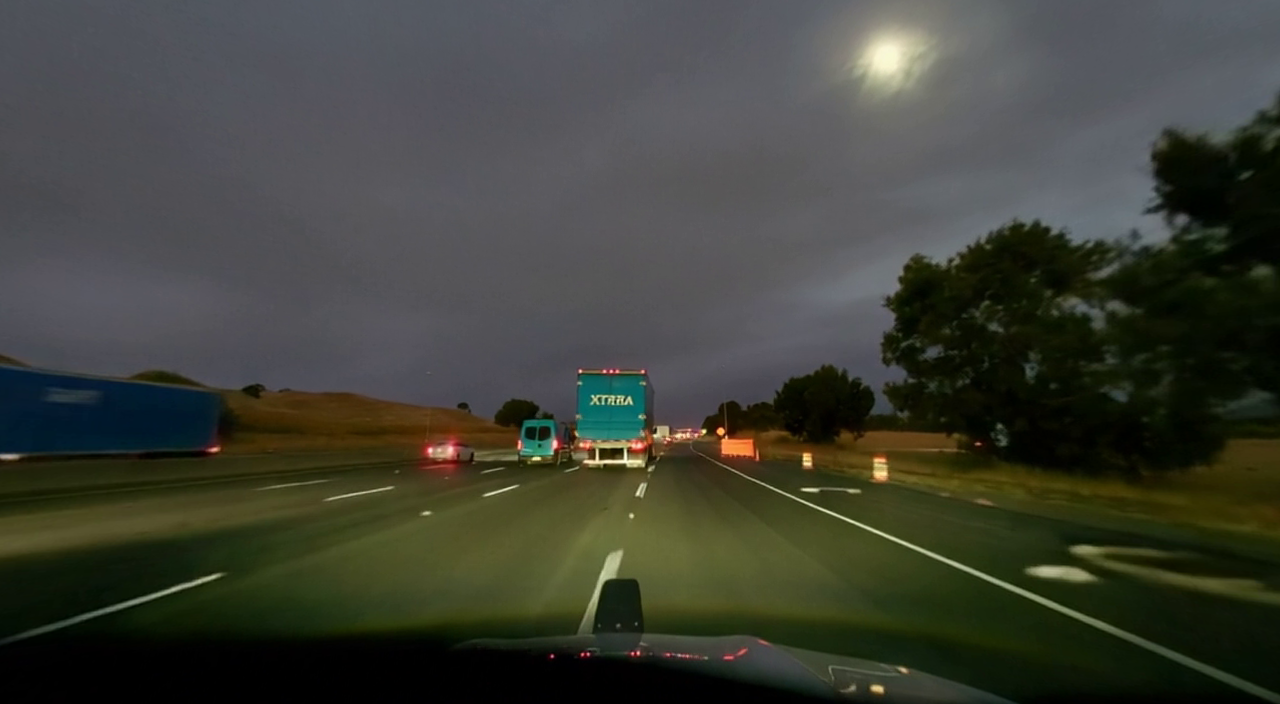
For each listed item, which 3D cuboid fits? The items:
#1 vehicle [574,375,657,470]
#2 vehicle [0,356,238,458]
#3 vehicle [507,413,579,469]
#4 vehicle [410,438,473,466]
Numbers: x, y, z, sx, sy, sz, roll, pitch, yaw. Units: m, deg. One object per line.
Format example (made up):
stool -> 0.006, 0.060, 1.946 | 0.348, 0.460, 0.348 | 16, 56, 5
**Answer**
vehicle -> -0.895, 3.772, 31.673 | 3.183, 4.011, 9.617 | 0, -9, 3
vehicle -> -26.370, 2.961, 30.217 | 2.987, 3.968, 15.784 | 0, -9, 3
vehicle -> -4.936, 4.676, 33.043 | 2.469, 2.615, 5.874 | 0, -8, 3
vehicle -> -11.572, 5.854, 37.035 | 1.901, 1.487, 4.622 | 0, -8, 4
